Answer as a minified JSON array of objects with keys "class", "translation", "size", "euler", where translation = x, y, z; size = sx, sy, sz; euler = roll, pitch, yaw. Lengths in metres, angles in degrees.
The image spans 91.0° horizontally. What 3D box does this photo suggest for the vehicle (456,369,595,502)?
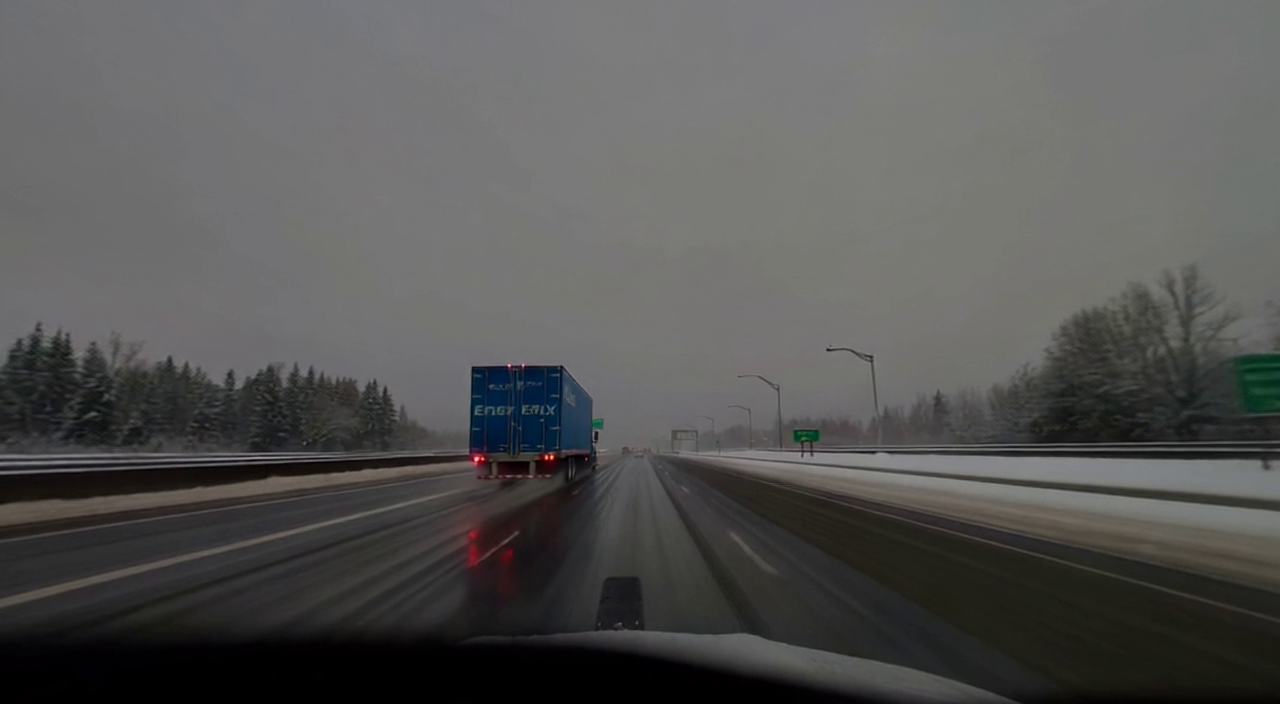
[{"class":"vehicle","translation":[-3.274,2.799,20.653],"size":[2.922,3.458,8.360],"euler":[0,-9,0]}]
